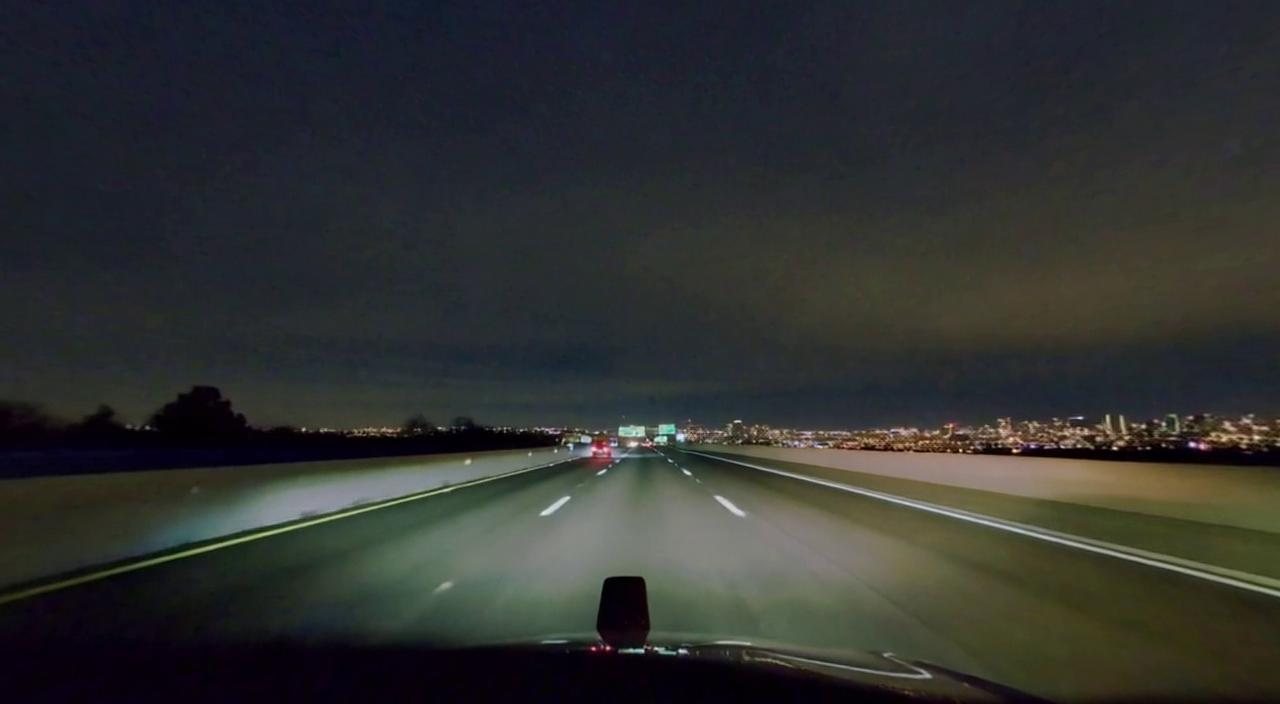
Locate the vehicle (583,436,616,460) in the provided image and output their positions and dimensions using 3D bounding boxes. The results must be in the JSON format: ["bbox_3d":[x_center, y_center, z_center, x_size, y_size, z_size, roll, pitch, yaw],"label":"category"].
[{"bbox_3d":[-3.029,7.268,47.906,2.189,1.707,4.692,0,-8,1],"label":"vehicle"}]
